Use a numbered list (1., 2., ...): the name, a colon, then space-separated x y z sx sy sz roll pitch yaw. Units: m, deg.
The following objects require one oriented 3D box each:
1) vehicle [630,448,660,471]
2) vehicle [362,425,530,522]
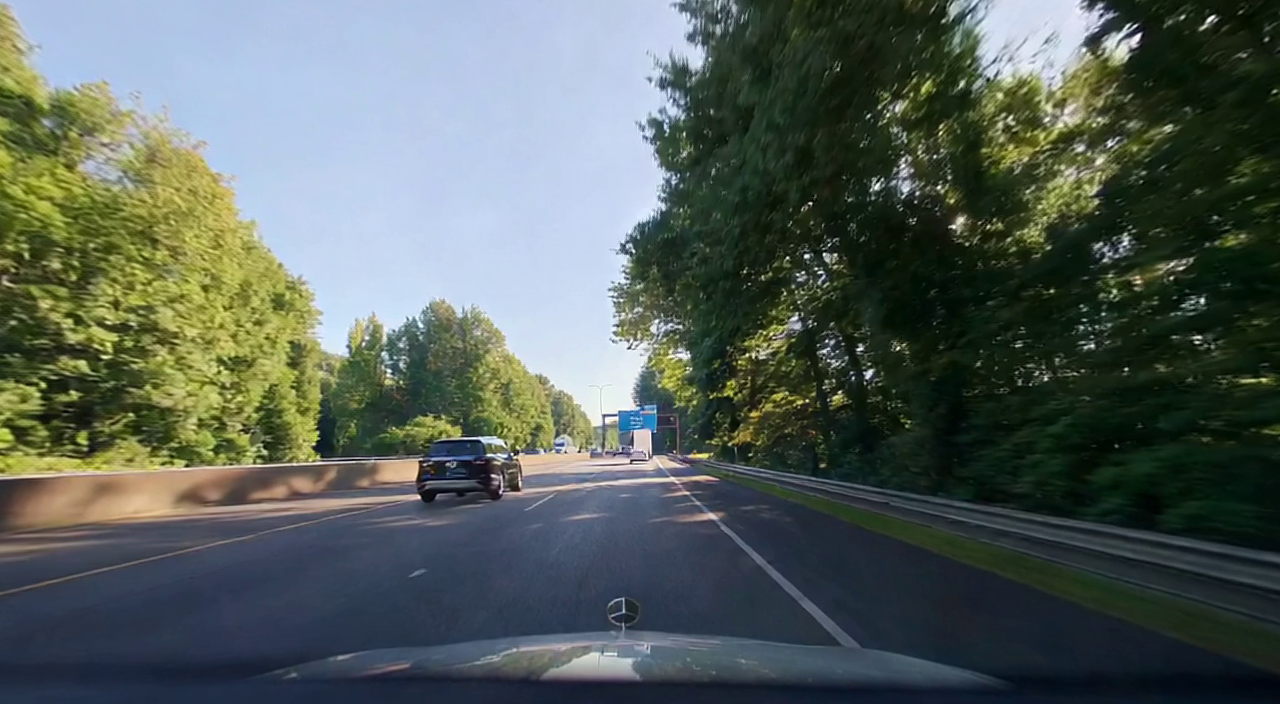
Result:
1. vehicle: 0.290 7.085 41.572 1.853 1.436 3.438 0 -9 -1
2. vehicle: -3.913 2.562 13.792 2.097 1.722 4.808 0 -9 0
